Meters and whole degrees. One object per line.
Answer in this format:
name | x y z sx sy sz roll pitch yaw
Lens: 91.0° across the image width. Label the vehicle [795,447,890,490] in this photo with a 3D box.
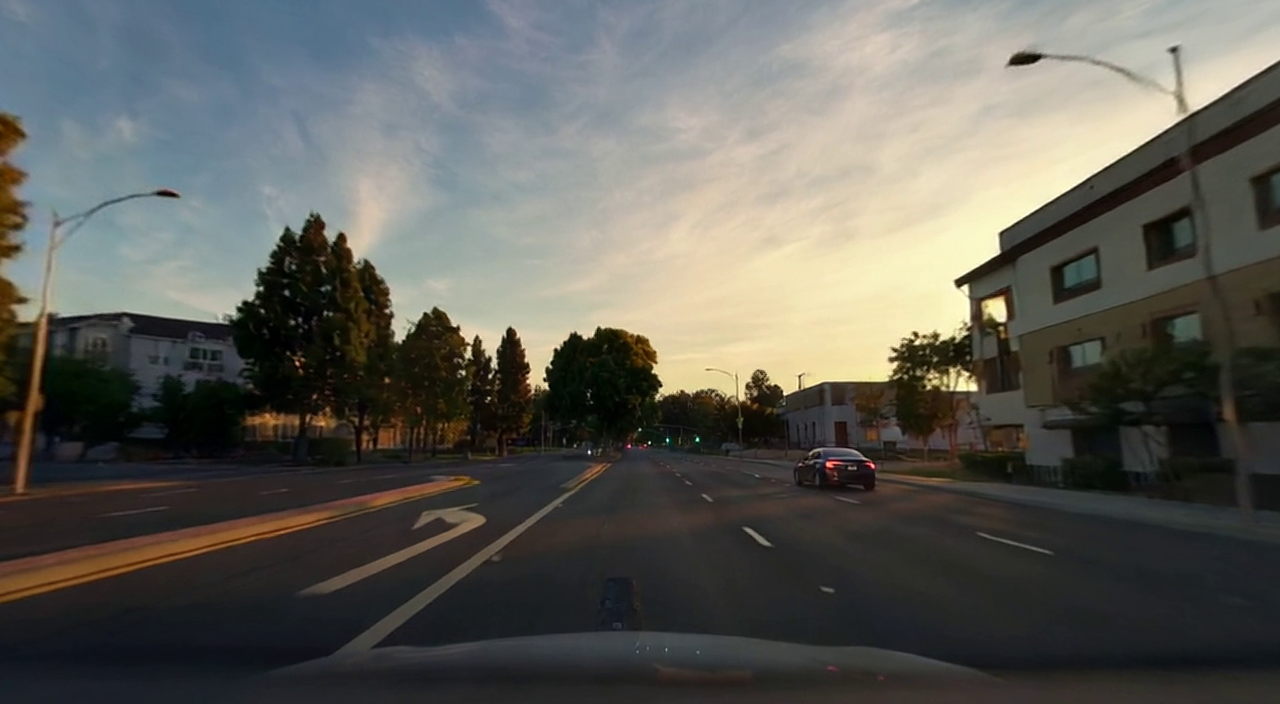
vehicle | 7.458 4.307 23.726 2.054 1.421 4.487 0 -8 -1
